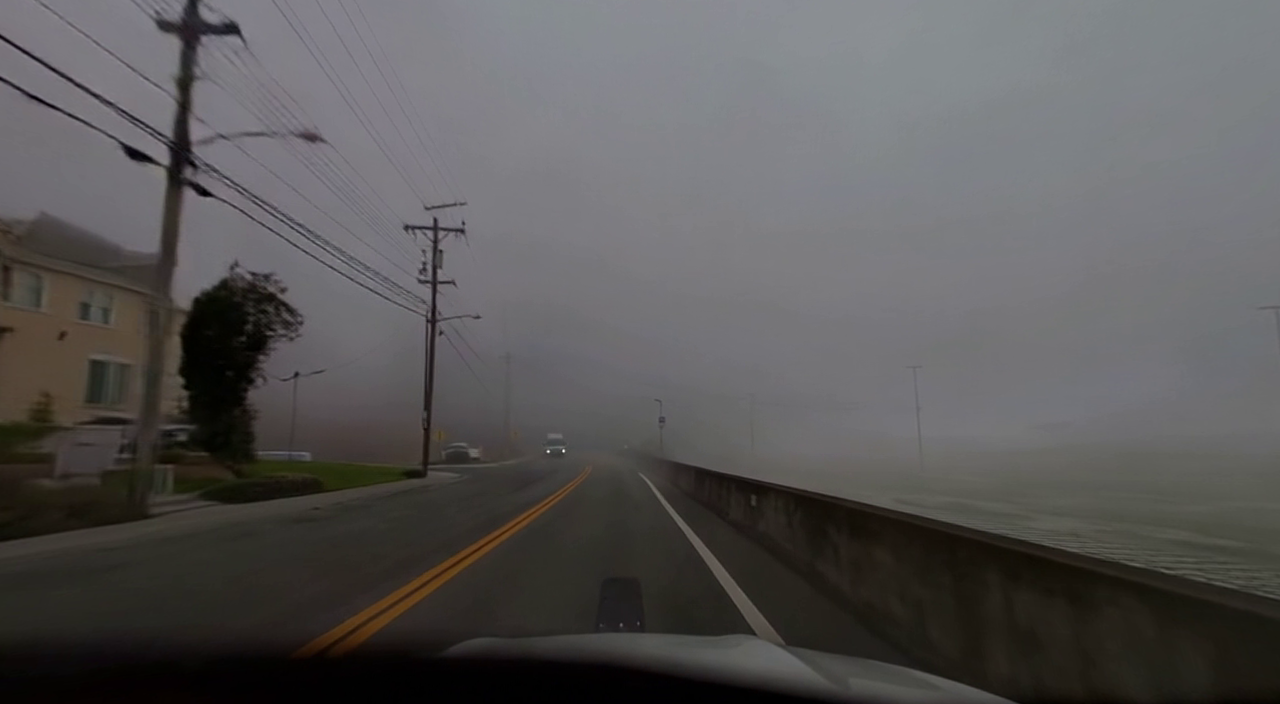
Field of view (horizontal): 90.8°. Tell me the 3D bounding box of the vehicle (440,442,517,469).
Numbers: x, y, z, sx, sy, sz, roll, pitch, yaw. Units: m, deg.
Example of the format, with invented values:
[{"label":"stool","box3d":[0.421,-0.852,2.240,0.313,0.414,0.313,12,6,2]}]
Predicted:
[{"label":"vehicle","box3d":[-10.689,6.862,42.034,4.500,1.674,1.915,8,-12,-42]}]
